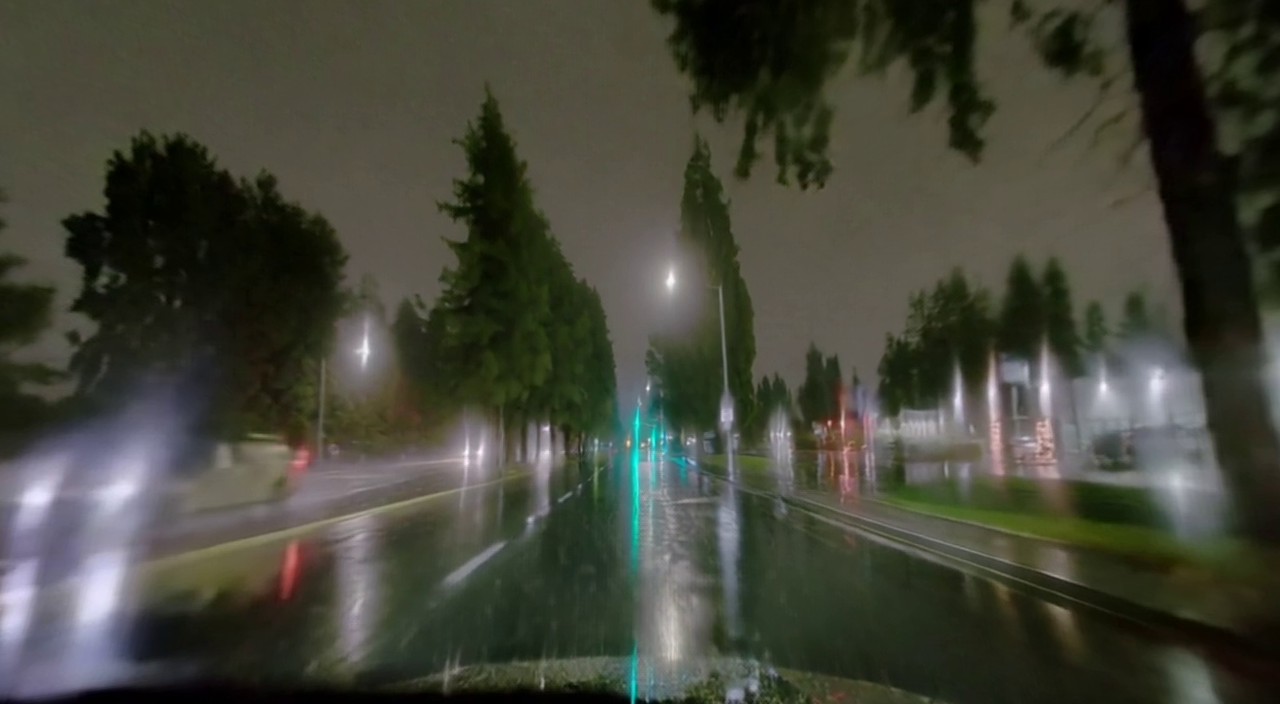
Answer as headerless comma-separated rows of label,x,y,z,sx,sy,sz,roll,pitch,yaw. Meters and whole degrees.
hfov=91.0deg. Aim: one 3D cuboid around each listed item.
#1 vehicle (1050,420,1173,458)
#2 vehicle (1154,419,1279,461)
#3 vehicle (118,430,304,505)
vehicle,24.843,4.624,33.300,4.814,1.804,1.980,-1,-9,-1
vehicle,25.381,3.822,27.216,4.393,1.717,2.010,0,-9,1
vehicle,-11.848,3.208,17.888,2.146,1.847,4.437,0,-8,0
